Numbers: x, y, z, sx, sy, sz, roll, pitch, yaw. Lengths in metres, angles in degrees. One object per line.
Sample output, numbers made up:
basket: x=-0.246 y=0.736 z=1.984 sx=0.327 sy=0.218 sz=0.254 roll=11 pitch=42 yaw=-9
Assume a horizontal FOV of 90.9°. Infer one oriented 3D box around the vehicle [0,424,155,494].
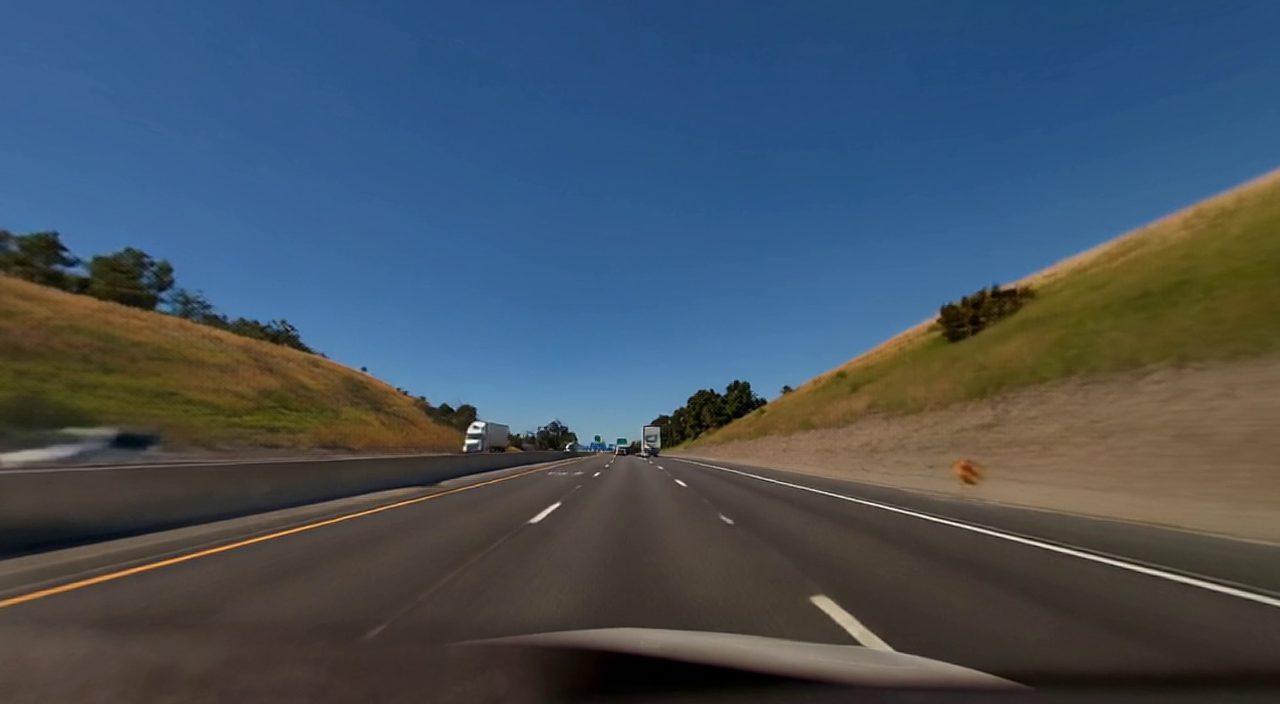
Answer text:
vehicle: x=-14.941 y=2.645 z=15.741 sx=2.138 sy=1.490 sz=4.344 roll=0 pitch=-9 yaw=0
